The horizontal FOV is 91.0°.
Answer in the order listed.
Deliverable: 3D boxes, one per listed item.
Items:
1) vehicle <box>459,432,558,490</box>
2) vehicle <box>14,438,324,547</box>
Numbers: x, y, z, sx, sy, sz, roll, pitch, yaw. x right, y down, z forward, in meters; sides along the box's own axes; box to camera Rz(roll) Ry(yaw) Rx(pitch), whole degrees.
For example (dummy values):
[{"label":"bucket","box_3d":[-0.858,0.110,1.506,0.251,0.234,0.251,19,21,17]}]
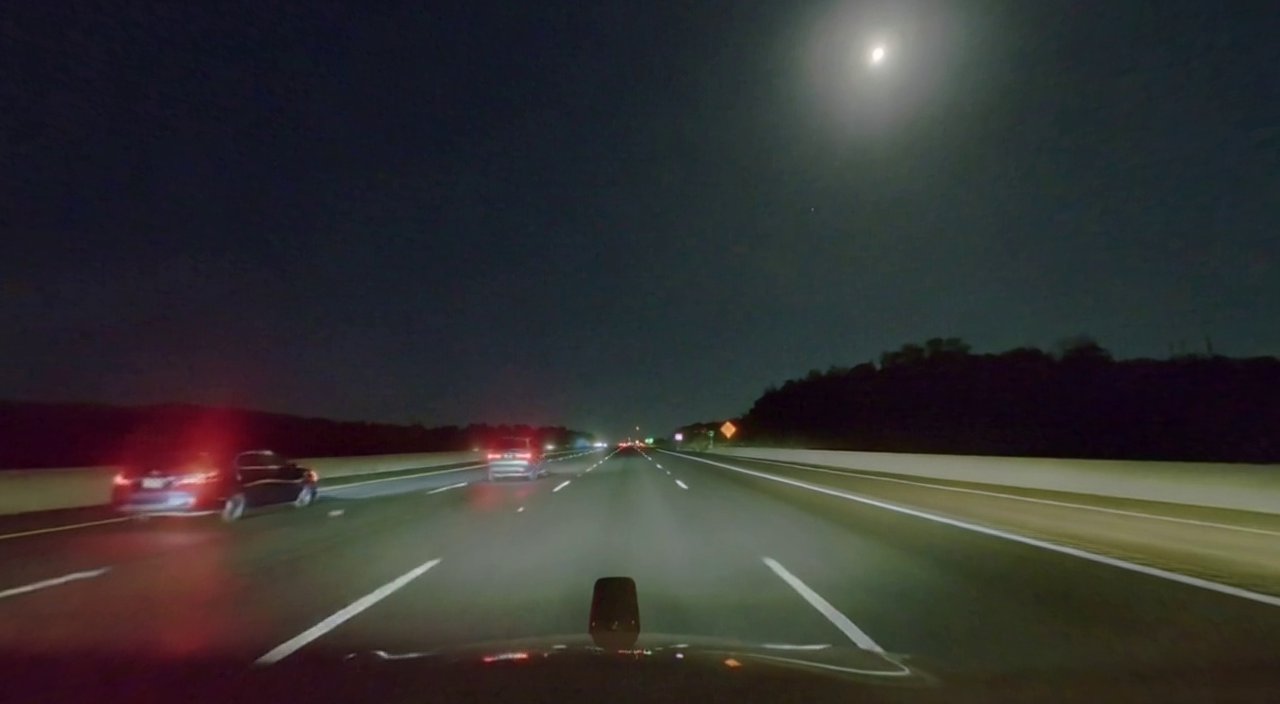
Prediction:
[{"label":"vehicle","box_3d":[-4.228,3.586,21.162,2.200,1.662,5.091,0,-8,0]},{"label":"vehicle","box_3d":[-7.920,2.348,11.394,1.924,1.519,4.791,0,-8,0]}]
